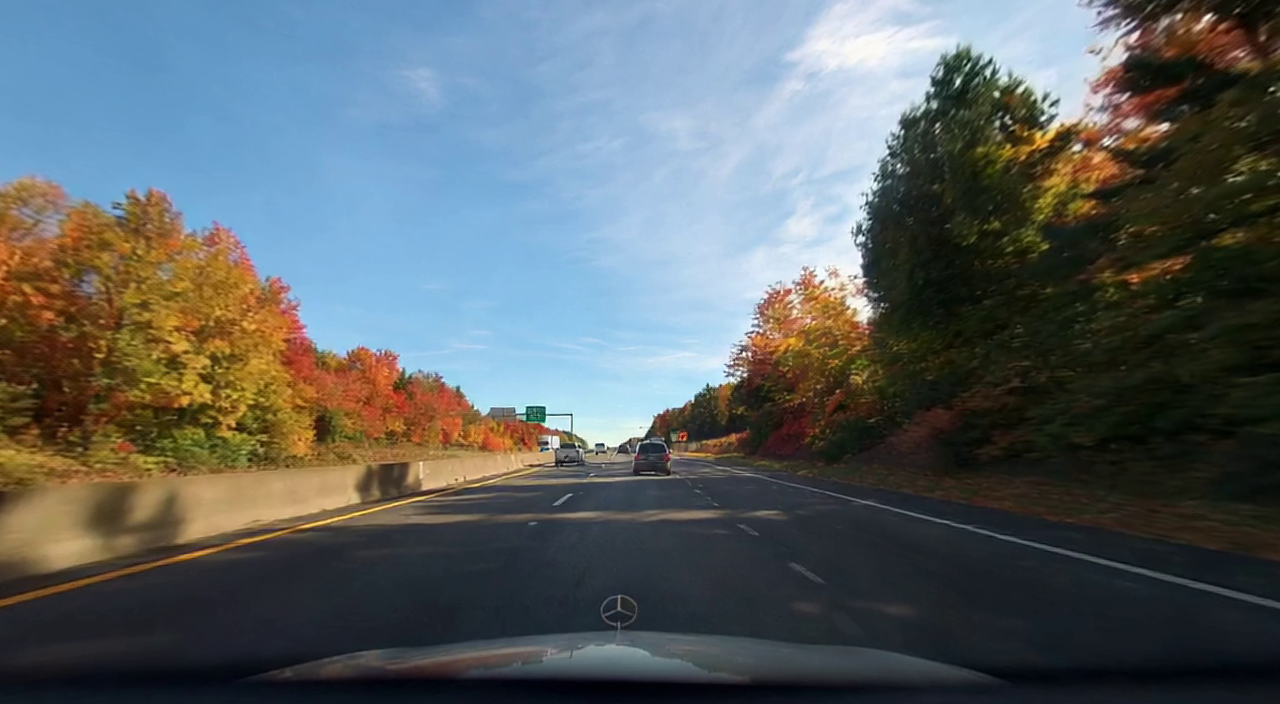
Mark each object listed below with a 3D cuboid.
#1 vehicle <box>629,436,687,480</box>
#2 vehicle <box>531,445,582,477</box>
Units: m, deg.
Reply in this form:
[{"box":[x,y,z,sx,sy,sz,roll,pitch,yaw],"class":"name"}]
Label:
[{"box":[0.658,4.488,26.765,2.250,1.718,4.358,0,-9,-1],"class":"vehicle"},{"box":[-4.002,5.292,30.603,2.037,1.418,3.793,0,-9,-1],"class":"vehicle"}]
